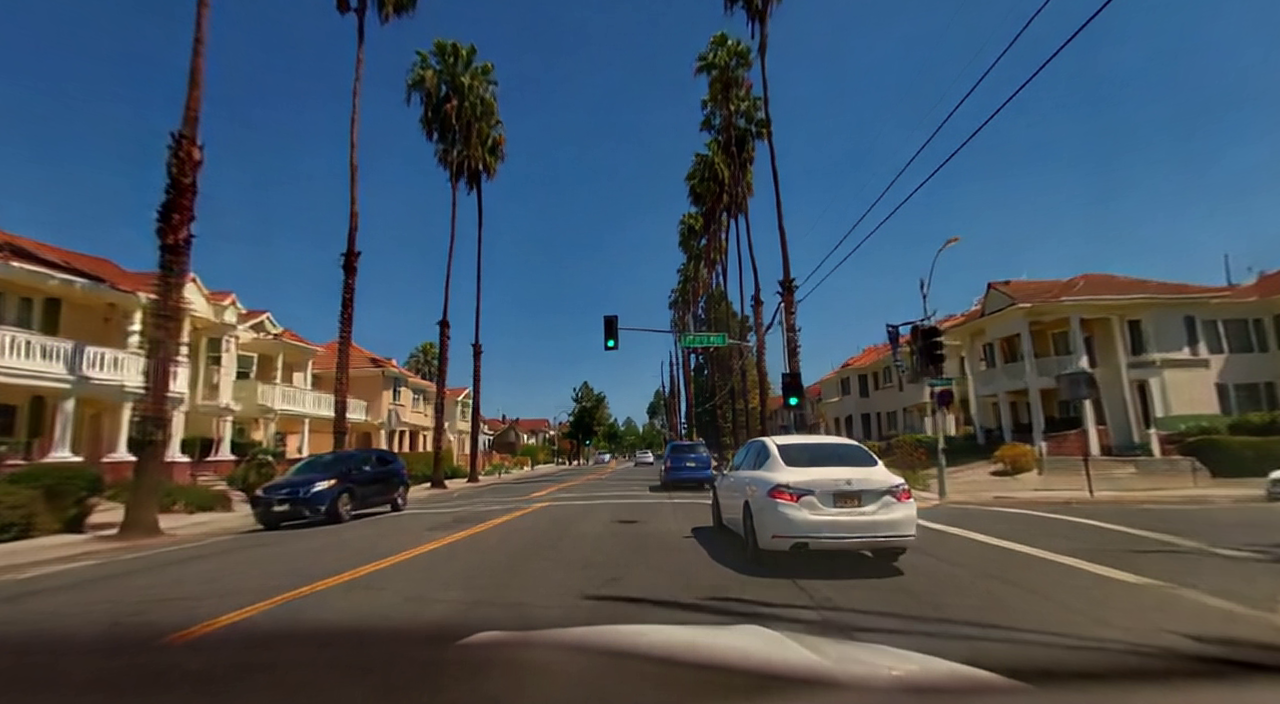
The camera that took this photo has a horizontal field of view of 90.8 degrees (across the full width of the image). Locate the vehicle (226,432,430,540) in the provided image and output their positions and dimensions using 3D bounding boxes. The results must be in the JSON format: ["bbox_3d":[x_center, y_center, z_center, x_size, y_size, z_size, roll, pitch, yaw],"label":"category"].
[{"bbox_3d":[-6.622,2.799,14.094,2.069,1.820,4.388,-3,-6,5],"label":"vehicle"}]

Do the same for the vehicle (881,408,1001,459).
[{"bbox_3d":[17.734,4.798,37.449,5.880,2.540,2.003,-4,-6,2],"label":"vehicle"}]

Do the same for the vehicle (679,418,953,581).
[{"bbox_3d":[1.864,1.776,8.465,2.096,1.552,4.519,0,-9,-4],"label":"vehicle"}]
